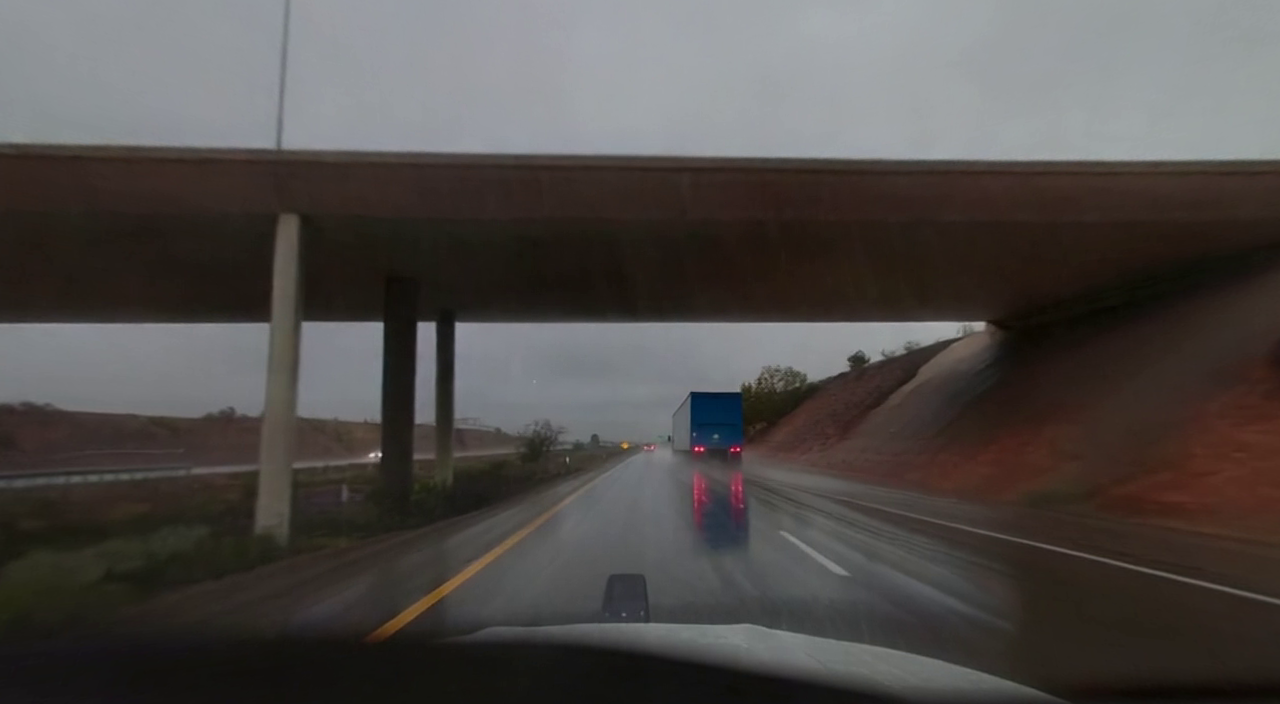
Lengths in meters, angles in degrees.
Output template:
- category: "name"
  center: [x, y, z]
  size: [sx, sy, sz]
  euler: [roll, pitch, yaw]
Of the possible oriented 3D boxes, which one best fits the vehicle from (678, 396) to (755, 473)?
- category: "vehicle"
  center: [4.123, 4.890, 36.708]
  size: [3.024, 3.834, 10.128]
  euler: [0, -8, -1]
